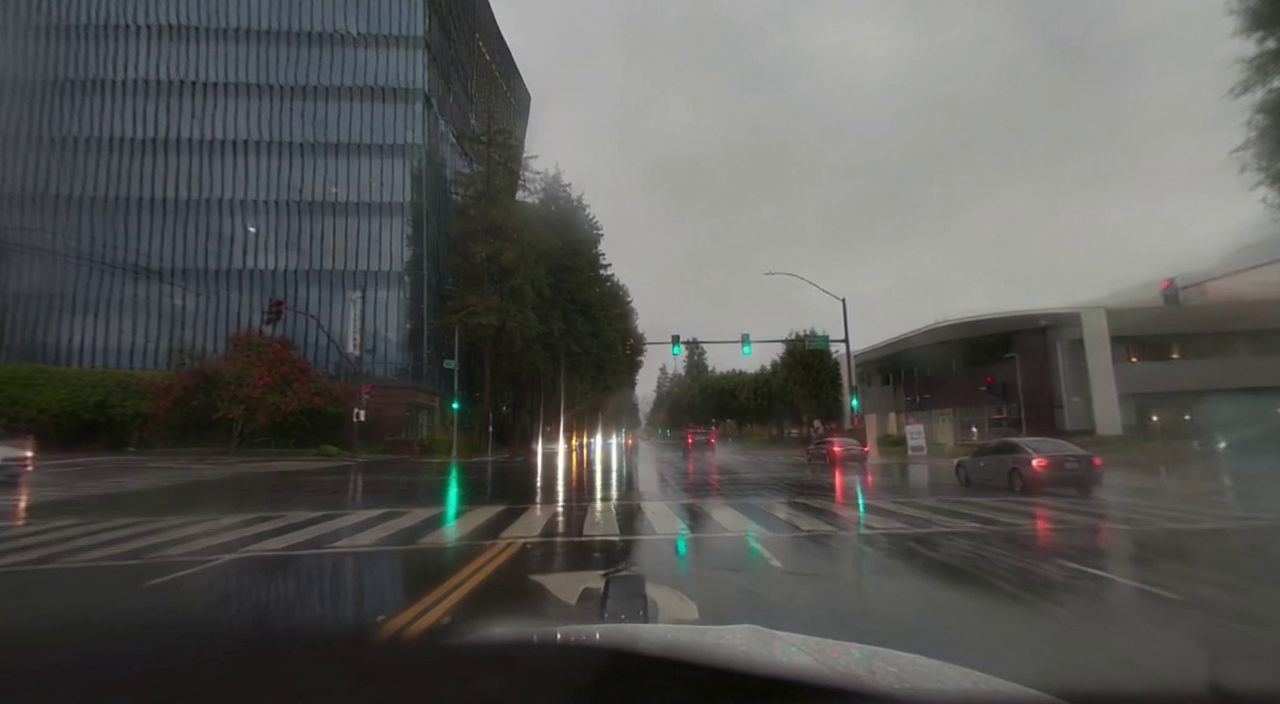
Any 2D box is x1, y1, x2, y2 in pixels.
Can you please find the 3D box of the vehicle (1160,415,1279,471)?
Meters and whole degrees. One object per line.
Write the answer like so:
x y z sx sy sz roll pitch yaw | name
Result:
23.941 3.478 23.794 6.170 1.978 2.399 0 -10 0 | vehicle

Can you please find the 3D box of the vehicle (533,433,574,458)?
-6.075 6.618 44.471 2.182 1.677 4.384 0 -8 1 | vehicle

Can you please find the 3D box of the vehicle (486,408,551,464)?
-9.215 6.339 48.610 3.191 3.314 7.914 -5 -2 0 | vehicle

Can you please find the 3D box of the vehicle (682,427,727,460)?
3.753 5.446 37.337 2.203 1.801 4.331 0 -8 0 | vehicle

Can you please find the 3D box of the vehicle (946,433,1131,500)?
9.892 2.855 16.092 1.896 1.463 4.296 0 -8 0 | vehicle

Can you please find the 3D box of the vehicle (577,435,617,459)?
-2.746 6.195 41.177 2.147 1.481 4.331 0 -8 2 | vehicle

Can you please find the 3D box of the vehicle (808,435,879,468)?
9.507 4.671 29.680 1.860 1.460 4.379 0 -8 0 | vehicle
